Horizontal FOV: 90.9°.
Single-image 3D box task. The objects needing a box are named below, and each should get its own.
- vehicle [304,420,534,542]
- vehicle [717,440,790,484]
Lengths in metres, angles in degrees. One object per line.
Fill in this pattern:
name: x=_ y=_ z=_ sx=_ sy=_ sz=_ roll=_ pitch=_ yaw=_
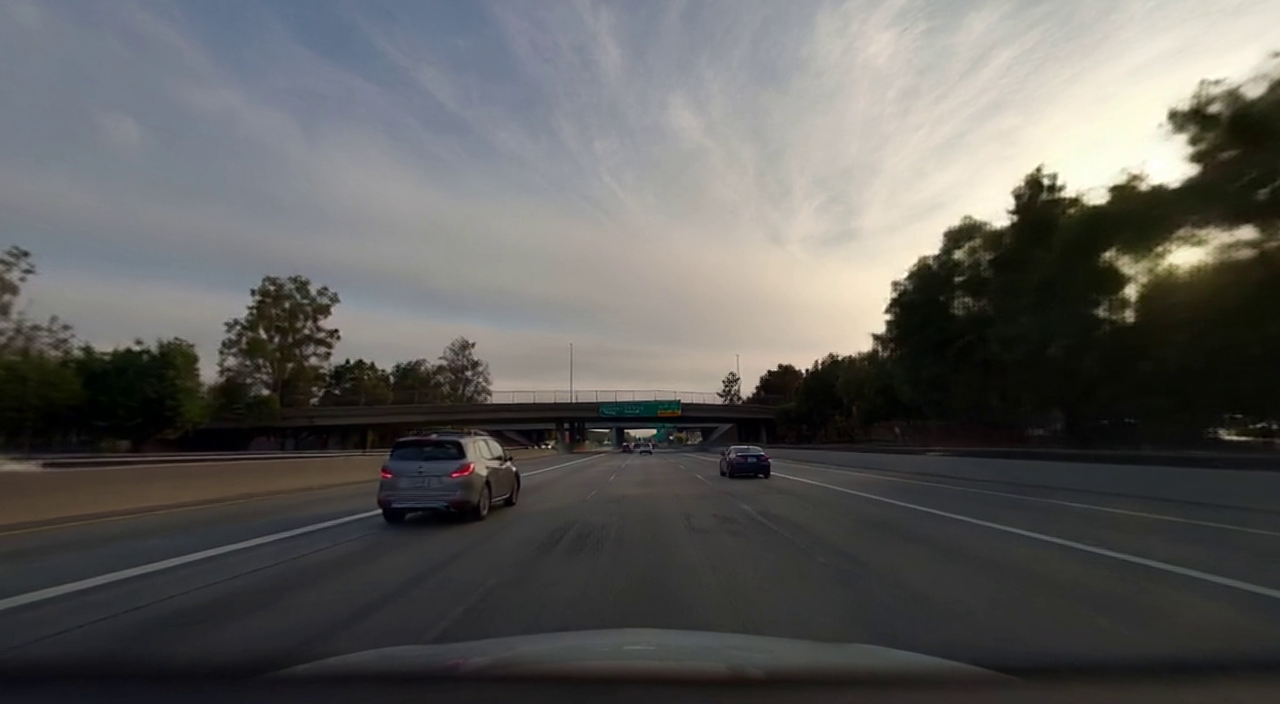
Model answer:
vehicle: x=-3.569 y=2.195 z=11.478 sx=2.259 sy=1.706 sz=4.924 roll=0 pitch=-8 yaw=2
vehicle: x=4.179 y=4.117 z=23.910 sx=1.908 sy=1.483 sz=4.259 roll=0 pitch=-8 yaw=-1
